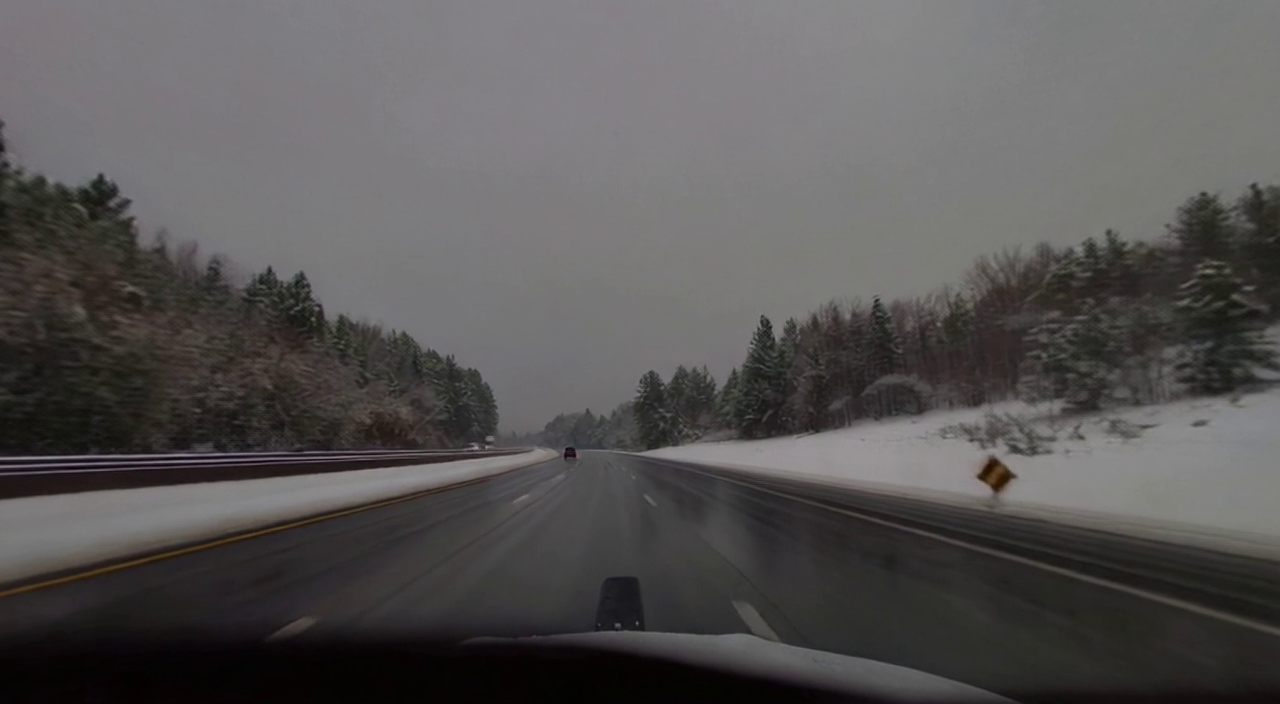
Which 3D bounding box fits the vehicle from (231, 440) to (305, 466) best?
[{"bbox_3d":[-22.179,6.056,37.864,1.814,1.439,4.704,0,-9,-3],"label":"vehicle"}]
